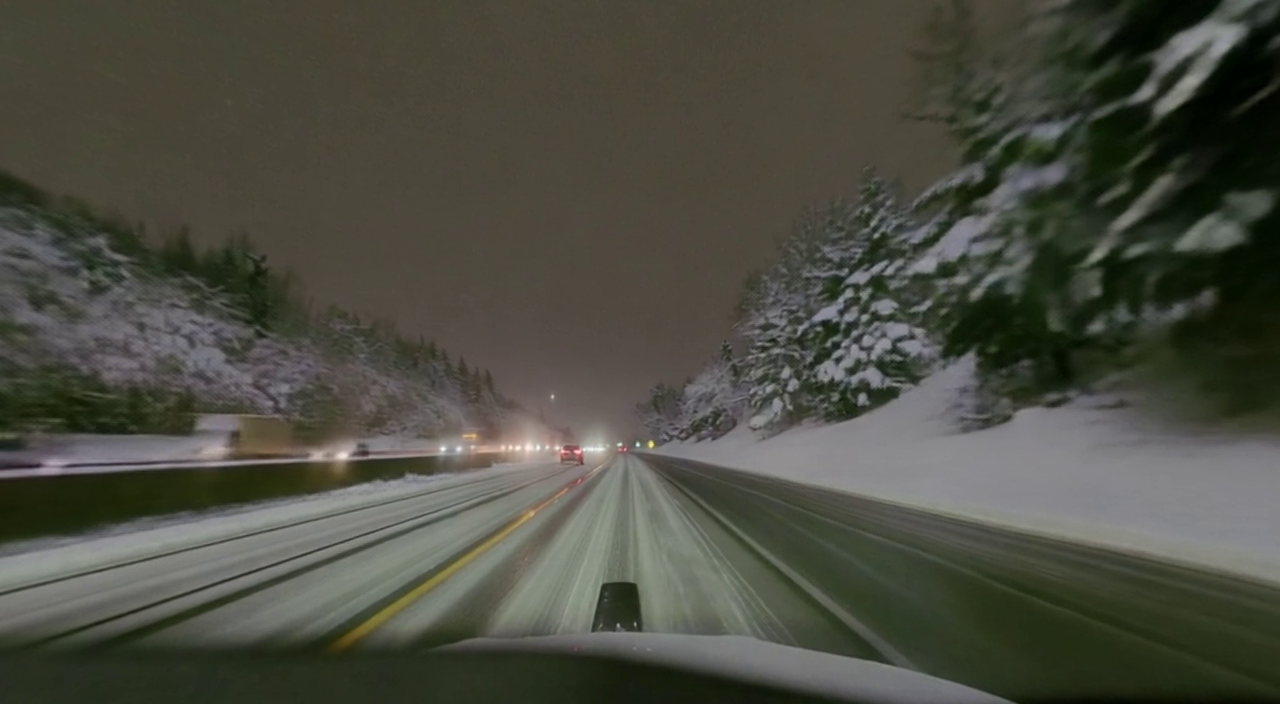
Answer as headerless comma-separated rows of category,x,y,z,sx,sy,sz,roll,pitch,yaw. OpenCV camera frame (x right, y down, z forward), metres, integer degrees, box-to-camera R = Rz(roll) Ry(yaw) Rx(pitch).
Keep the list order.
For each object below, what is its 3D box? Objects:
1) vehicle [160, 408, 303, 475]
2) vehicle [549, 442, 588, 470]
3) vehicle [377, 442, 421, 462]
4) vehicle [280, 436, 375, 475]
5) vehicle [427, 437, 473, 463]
vehicle,-17.632,3.962,27.595,2.363,2.579,5.795,0,-9,-1
vehicle,-4.562,6.715,40.705,2.098,1.692,4.038,0,-9,-1
vehicle,-19.015,7.932,49.644,1.907,1.516,4.127,0,-9,-1
vehicle,-12.775,4.263,25.929,1.862,1.487,4.033,0,-9,0
vehicle,-13.682,7.101,45.356,1.956,1.714,4.432,0,-9,-1
